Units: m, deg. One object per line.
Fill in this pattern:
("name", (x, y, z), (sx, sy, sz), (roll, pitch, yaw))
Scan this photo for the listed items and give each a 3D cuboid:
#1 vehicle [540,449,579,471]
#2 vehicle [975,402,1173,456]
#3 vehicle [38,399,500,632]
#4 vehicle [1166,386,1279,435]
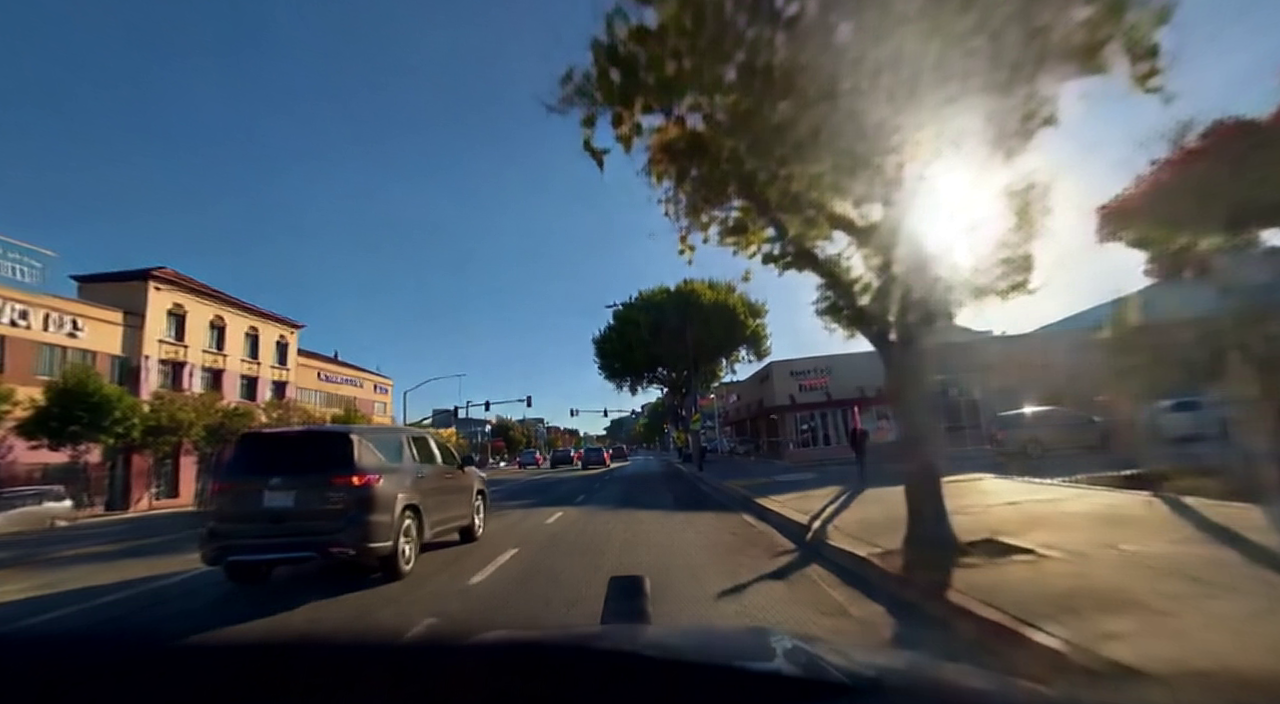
("vehicle", (-5.725, 7.717, 45.322), (2.030, 1.488, 4.650), (-1, -9, 2))
("vehicle", (13.229, 2.403, 19.446), (4.573, 1.532, 1.983), (0, -9, 1))
("vehicle", (-3.372, 1.611, 7.301), (2.277, 1.743, 4.893), (0, -9, 1))
("vehicle", (24.800, 2.506, 26.046), (1.903, 1.700, 4.934), (0, -9, 1))
